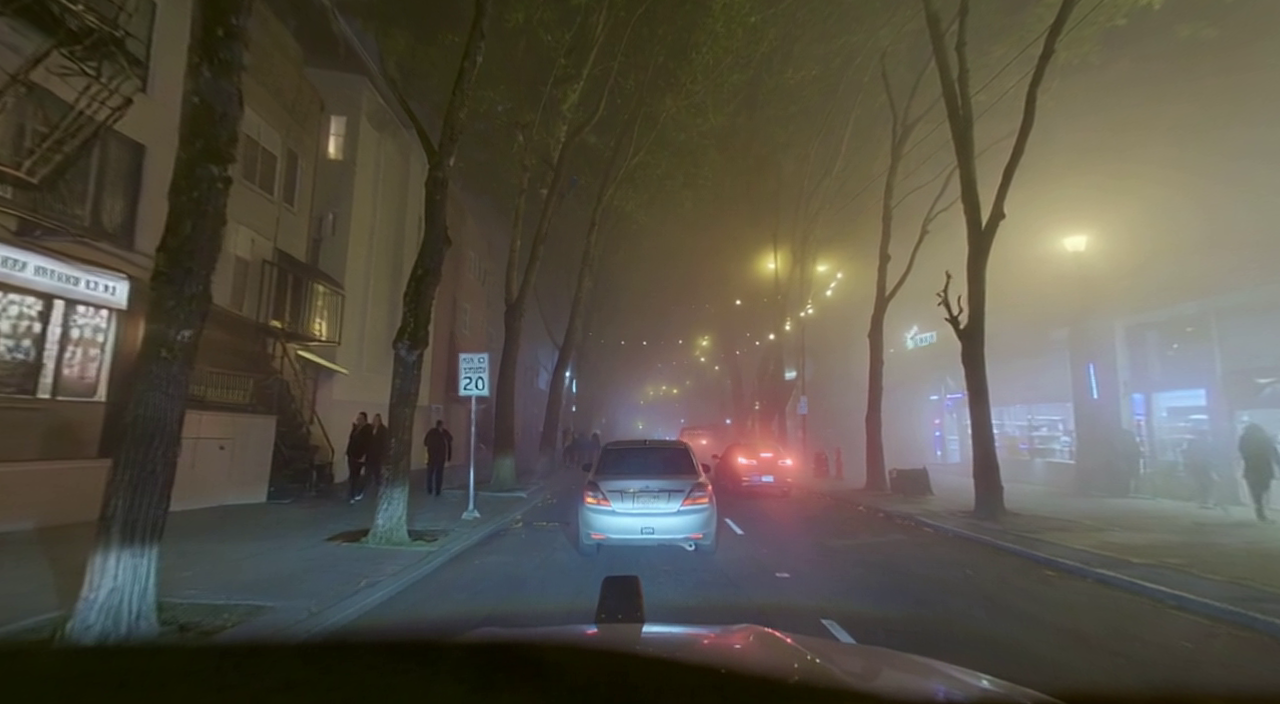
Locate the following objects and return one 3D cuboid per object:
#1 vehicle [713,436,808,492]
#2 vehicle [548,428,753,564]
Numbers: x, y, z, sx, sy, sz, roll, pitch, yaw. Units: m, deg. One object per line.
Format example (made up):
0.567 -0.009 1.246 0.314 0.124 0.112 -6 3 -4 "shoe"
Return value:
3.591 3.433 19.697 2.025 1.523 4.426 0 -9 -1 "vehicle"
0.074 1.904 9.097 2.261 1.474 4.130 0 -9 -1 "vehicle"
